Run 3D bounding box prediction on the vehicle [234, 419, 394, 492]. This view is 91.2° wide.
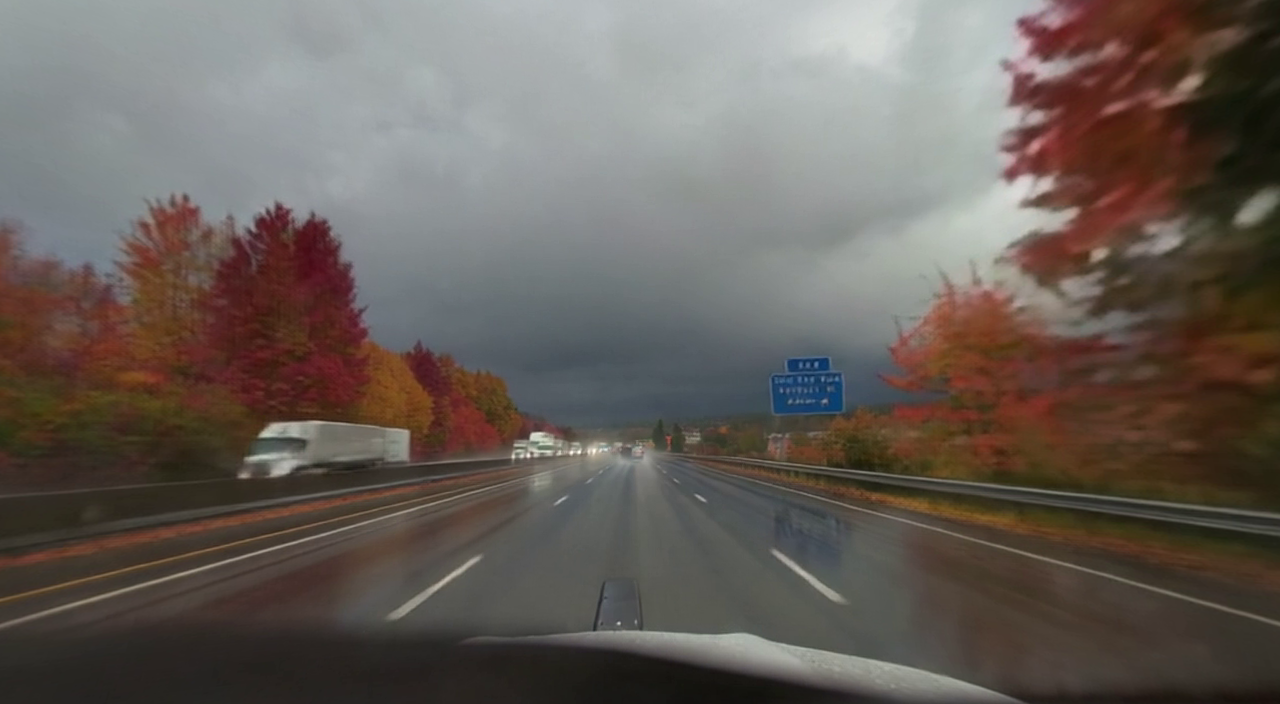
[{"bbox_3d":[-18.431,6.021,36.935,2.990,3.526,11.989,0,-9,0],"label":"vehicle"}]
